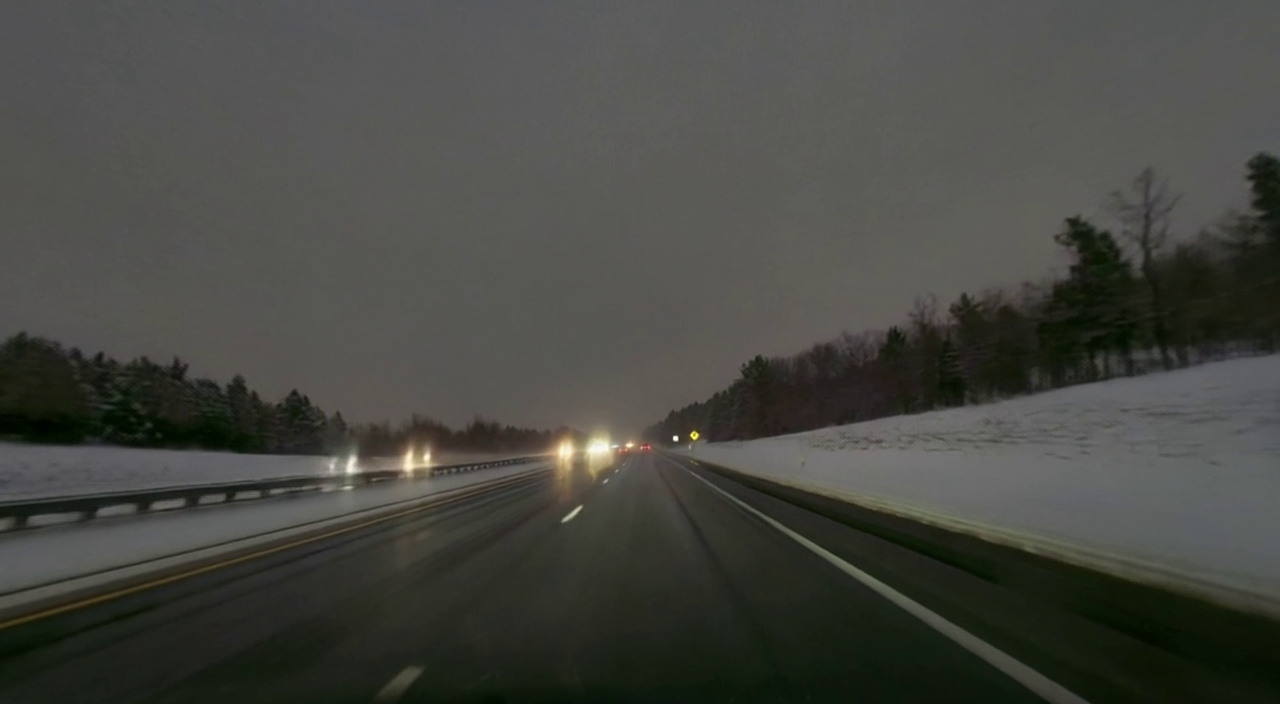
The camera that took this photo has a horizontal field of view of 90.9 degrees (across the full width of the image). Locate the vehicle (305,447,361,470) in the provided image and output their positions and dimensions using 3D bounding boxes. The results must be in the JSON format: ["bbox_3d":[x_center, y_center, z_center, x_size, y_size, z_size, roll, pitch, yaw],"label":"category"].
[{"bbox_3d":[-22.671,7.829,46.682,1.899,1.616,4.219,0,-8,2],"label":"vehicle"}]
